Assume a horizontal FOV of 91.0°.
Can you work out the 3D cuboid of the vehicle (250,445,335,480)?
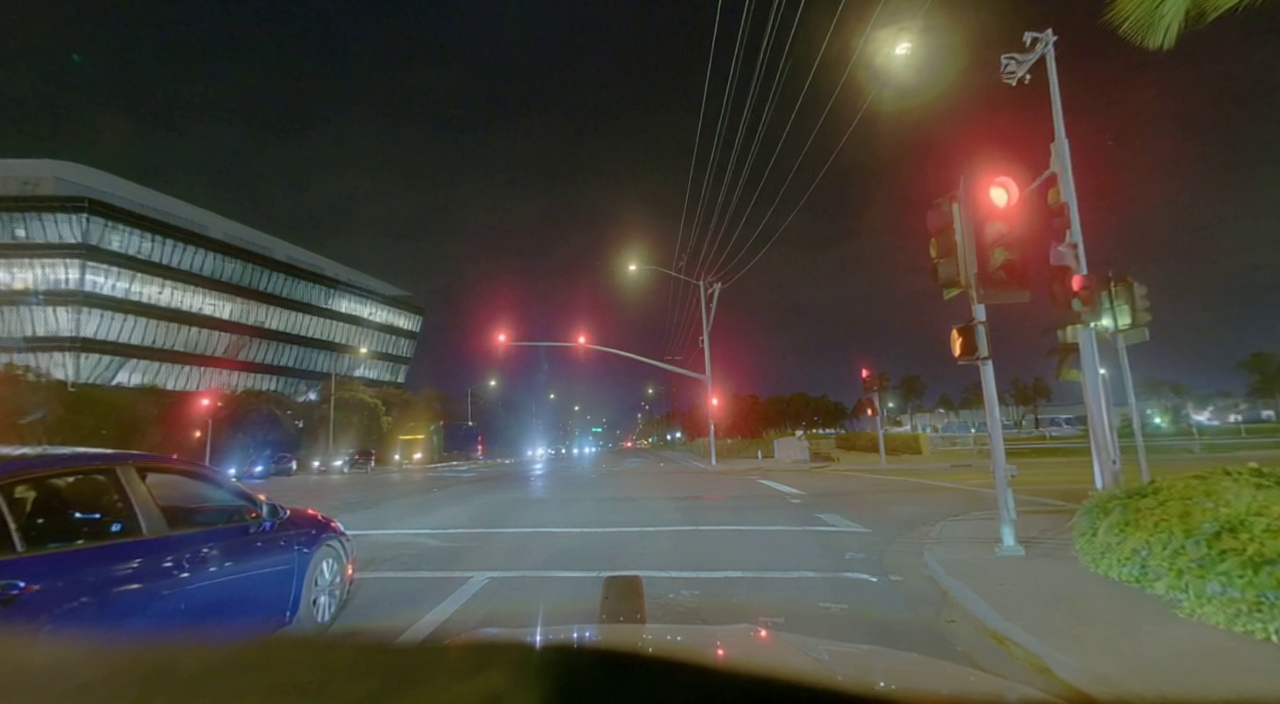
[{"bbox_3d":[-19.081,6.059,34.844,2.017,1.739,4.569,0,-9,1],"label":"vehicle"}]

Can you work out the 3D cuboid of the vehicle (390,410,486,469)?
[{"bbox_3d":[-14.991,6.757,48.035,3.014,3.949,11.279,0,-9,3],"label":"vehicle"}]

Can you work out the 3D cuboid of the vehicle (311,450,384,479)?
[{"bbox_3d":[-15.357,5.923,33.305,1.875,1.389,3.784,0,-9,3],"label":"vehicle"}]
